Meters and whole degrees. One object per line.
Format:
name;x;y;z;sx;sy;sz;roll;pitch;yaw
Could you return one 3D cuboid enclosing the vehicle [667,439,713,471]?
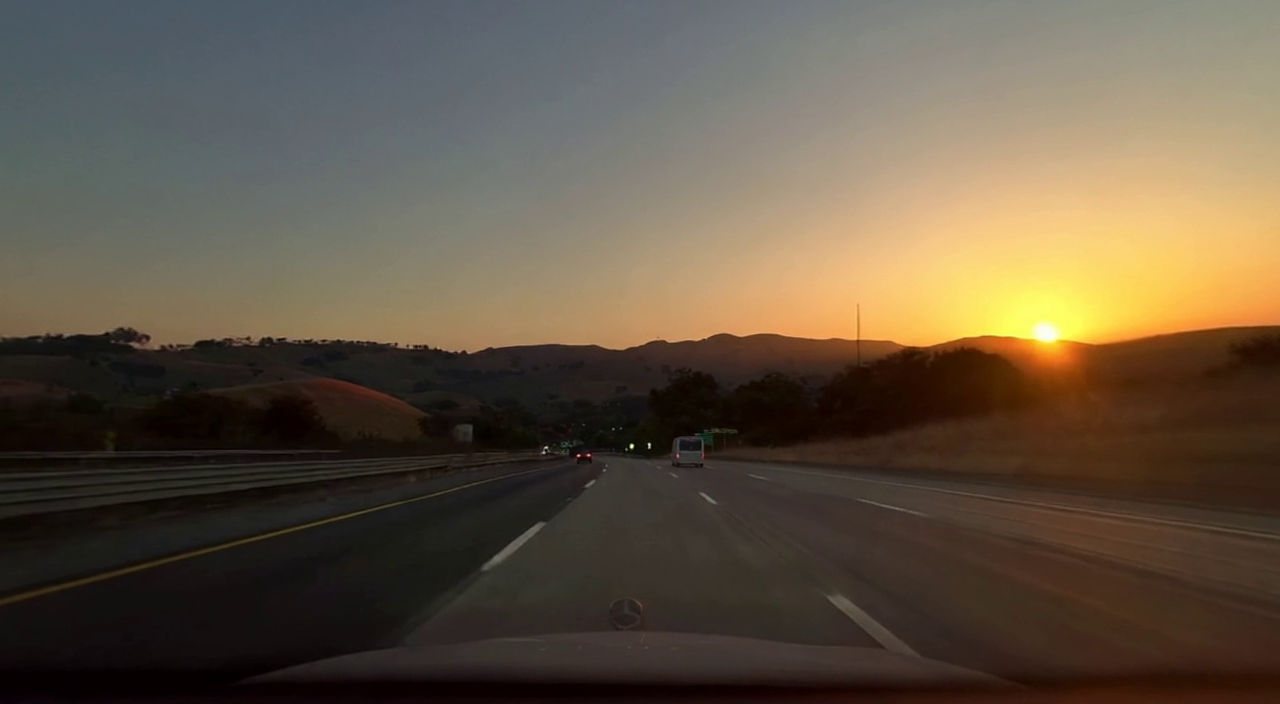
vehicle;3.035;6.406;39.087;2.233;1.861;4.494;1;-9;-3
